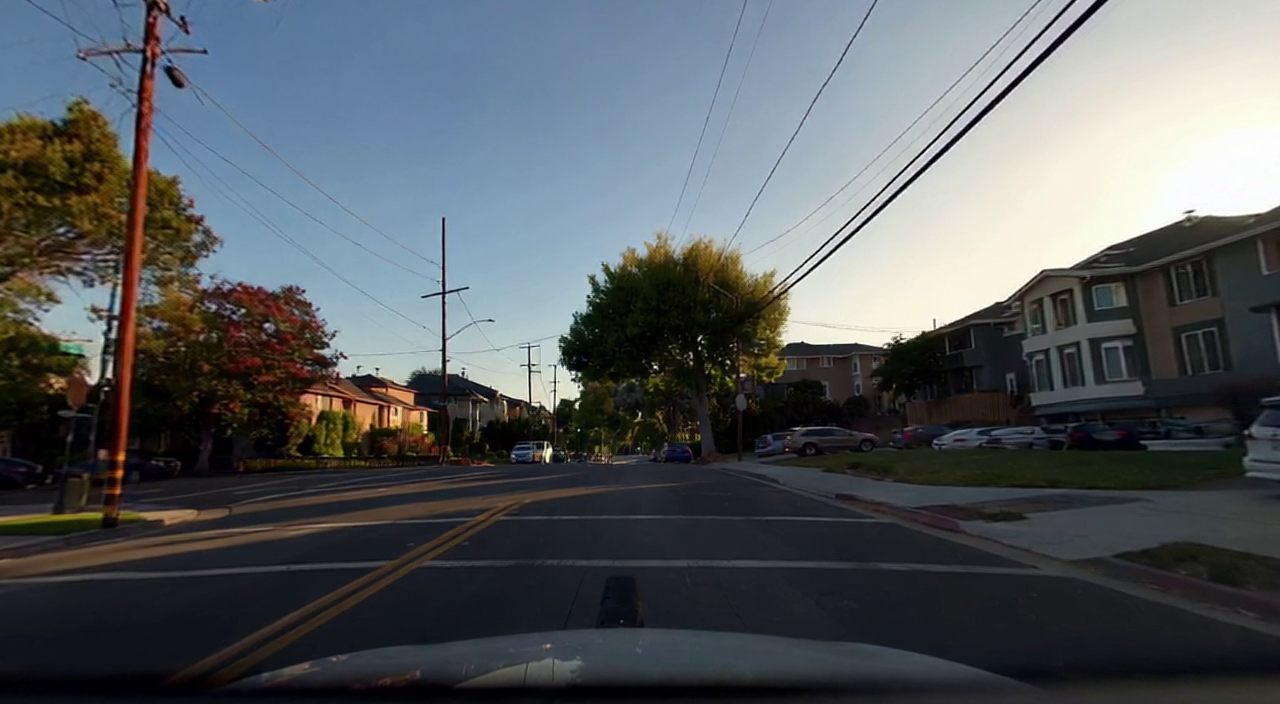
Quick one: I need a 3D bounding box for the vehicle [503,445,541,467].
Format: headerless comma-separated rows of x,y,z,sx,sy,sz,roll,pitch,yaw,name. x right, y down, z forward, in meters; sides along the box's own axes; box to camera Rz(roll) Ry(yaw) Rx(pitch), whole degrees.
-8.540,7.533,46.098,2.066,1.472,4.353,0,-8,-1,vehicle

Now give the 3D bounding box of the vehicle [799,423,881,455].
11.222,4.900,35.411,4.509,1.664,1.981,5,-10,-35,vehicle

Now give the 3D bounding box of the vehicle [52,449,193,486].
-22.254,4.970,27.315,4.424,1.486,1.814,0,-8,-2,vehicle

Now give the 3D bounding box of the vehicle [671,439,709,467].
3.246,6.694,42.049,1.993,1.755,4.256,0,-8,-2,vehicle

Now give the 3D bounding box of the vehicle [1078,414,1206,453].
22.394,3.680,28.289,4.002,1.505,2.061,-1,-10,-5,vehicle
